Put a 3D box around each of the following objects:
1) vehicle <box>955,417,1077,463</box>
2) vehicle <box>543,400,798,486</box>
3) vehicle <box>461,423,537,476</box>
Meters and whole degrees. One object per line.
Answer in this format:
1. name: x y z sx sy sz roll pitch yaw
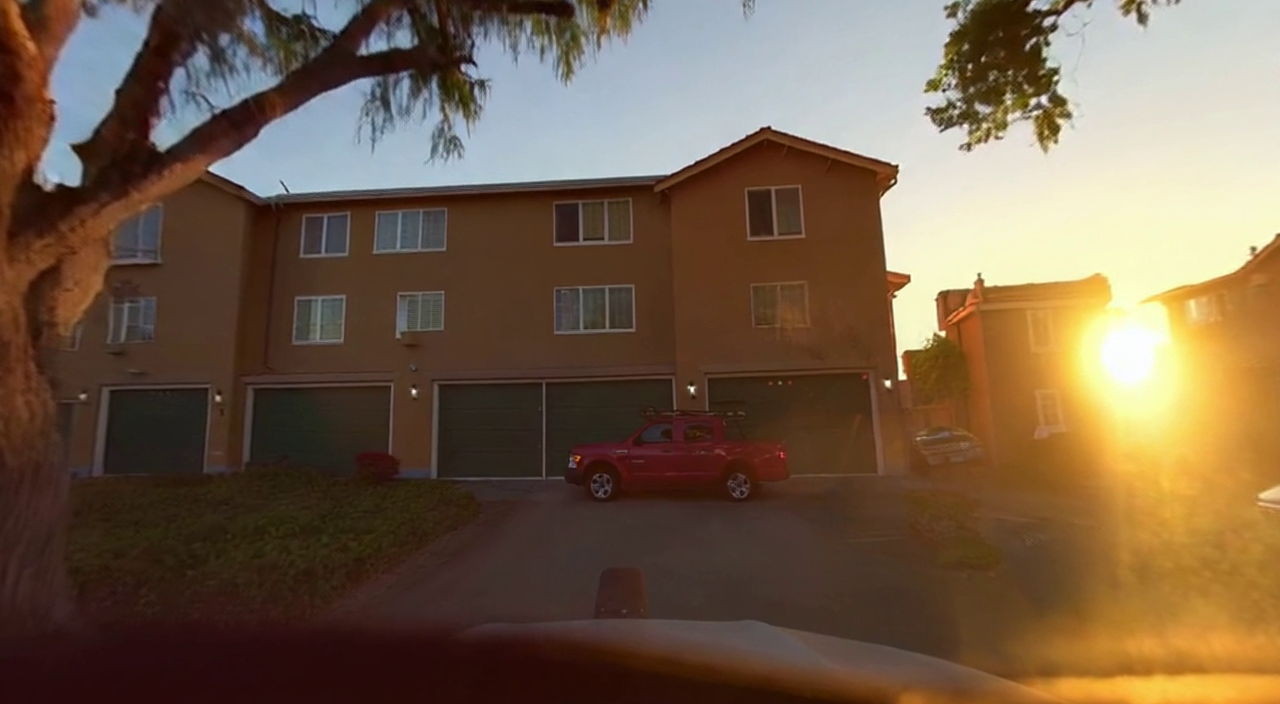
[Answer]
1. vehicle: 15.239 3.610 25.704 3.770 1.496 1.951 4 -10 1
2. vehicle: 0.661 2.160 15.013 5.600 1.835 2.161 0 -8 0
3. vehicle: -5.098 3.523 23.275 1.869 1.460 3.826 -4 -3 0
